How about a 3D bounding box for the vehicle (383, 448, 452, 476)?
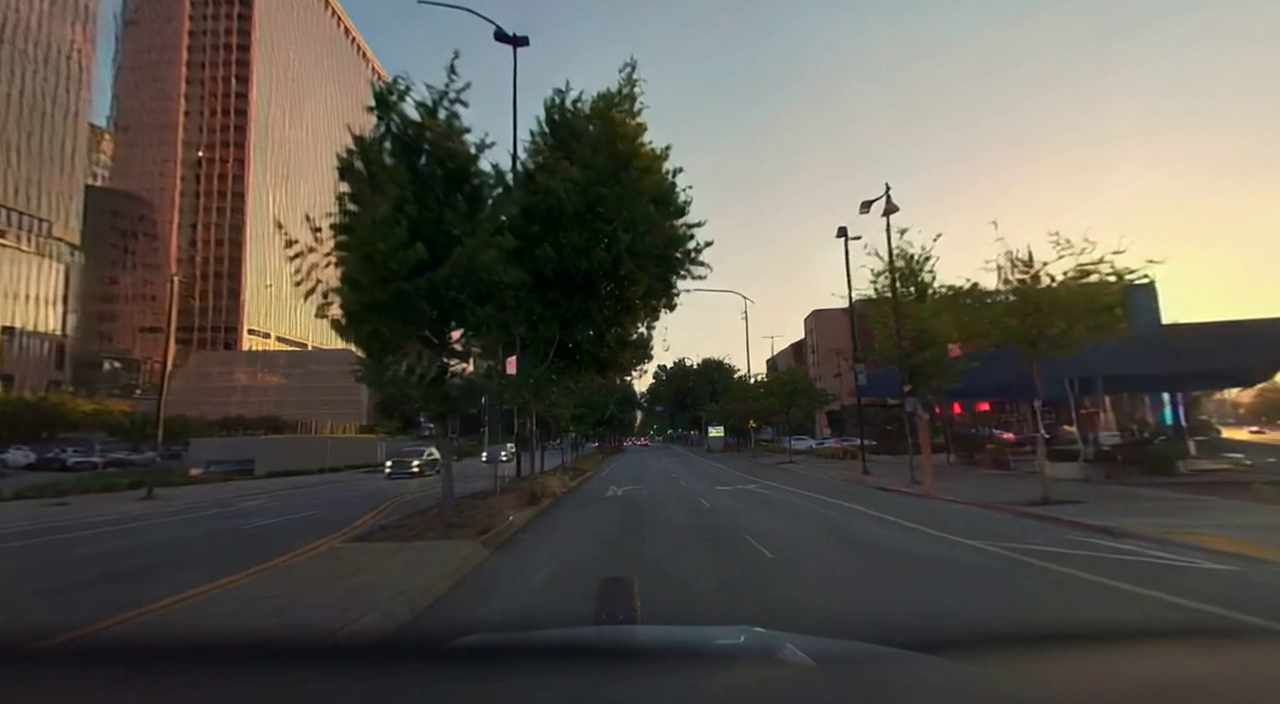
[{"bbox_3d":[-12.964,6.415,37.198,2.132,1.522,4.646,-1,-9,3],"label":"vehicle"}]
